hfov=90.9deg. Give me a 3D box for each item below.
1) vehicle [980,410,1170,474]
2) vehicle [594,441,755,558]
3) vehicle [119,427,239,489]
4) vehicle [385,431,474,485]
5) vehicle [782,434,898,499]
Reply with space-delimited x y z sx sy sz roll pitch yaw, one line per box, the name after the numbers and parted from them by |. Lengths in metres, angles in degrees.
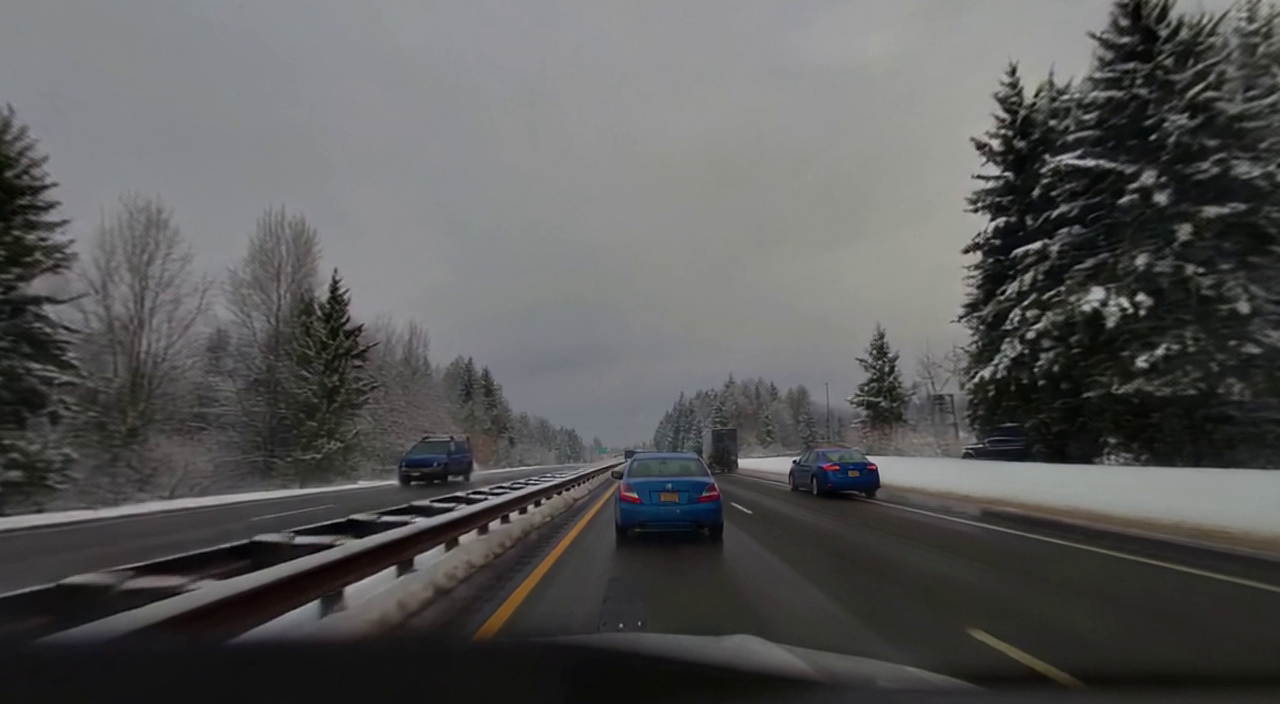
31.511 6.822 47.137 2.822 3.996 14.073 1 -9 -7 | vehicle
0.455 2.212 10.095 2.076 1.485 3.774 0 -9 0 | vehicle
-33.541 7.722 46.398 2.902 3.981 7.819 -3 -8 0 | vehicle
-12.347 6.312 37.752 2.580 2.814 7.896 0 -9 0 | vehicle
6.262 3.658 20.400 2.177 1.827 4.565 0 -9 -1 | vehicle
